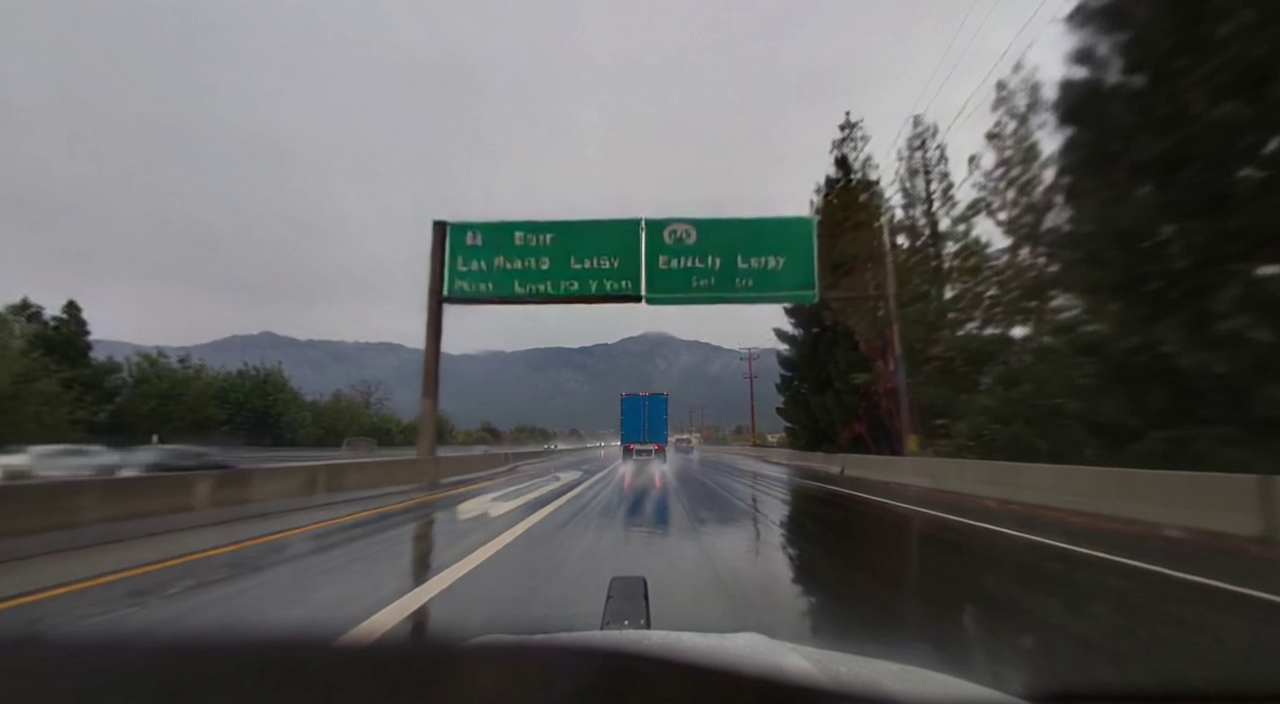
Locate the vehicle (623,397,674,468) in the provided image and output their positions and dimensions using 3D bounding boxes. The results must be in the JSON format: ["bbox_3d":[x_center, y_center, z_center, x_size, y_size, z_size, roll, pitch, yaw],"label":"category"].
[{"bbox_3d":[0.394,5.519,42.516,2.919,4.101,11.541,0,-8,-1],"label":"vehicle"}]

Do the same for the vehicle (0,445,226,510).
[{"bbox_3d":[-16.140,3.781,19.824,2.048,1.702,6.079,0,-8,1],"label":"vehicle"}]
